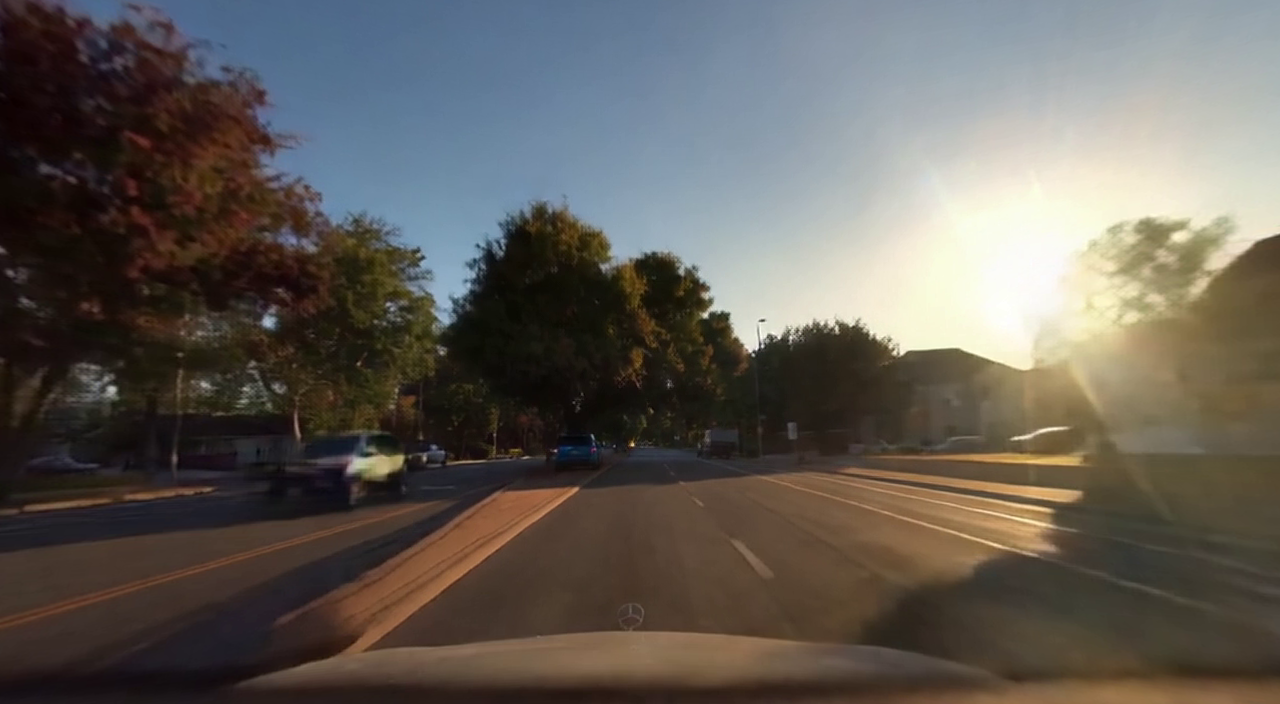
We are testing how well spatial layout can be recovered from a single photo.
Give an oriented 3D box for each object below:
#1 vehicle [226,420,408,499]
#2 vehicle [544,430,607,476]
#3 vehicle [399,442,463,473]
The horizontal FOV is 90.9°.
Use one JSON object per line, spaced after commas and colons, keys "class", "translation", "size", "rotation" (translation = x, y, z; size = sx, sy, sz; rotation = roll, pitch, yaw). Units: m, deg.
{"class": "vehicle", "translation": [-9.210, 3.139, 18.805], "size": [2.302, 1.969, 5.769], "rotation": [0, -8, 1]}
{"class": "vehicle", "translation": [-2.747, 4.447, 27.975], "size": [2.179, 1.851, 4.756], "rotation": [0, -8, 1]}
{"class": "vehicle", "translation": [-12.516, 6.328, 38.140], "size": [2.210, 1.720, 4.800], "rotation": [0, -8, 0]}
